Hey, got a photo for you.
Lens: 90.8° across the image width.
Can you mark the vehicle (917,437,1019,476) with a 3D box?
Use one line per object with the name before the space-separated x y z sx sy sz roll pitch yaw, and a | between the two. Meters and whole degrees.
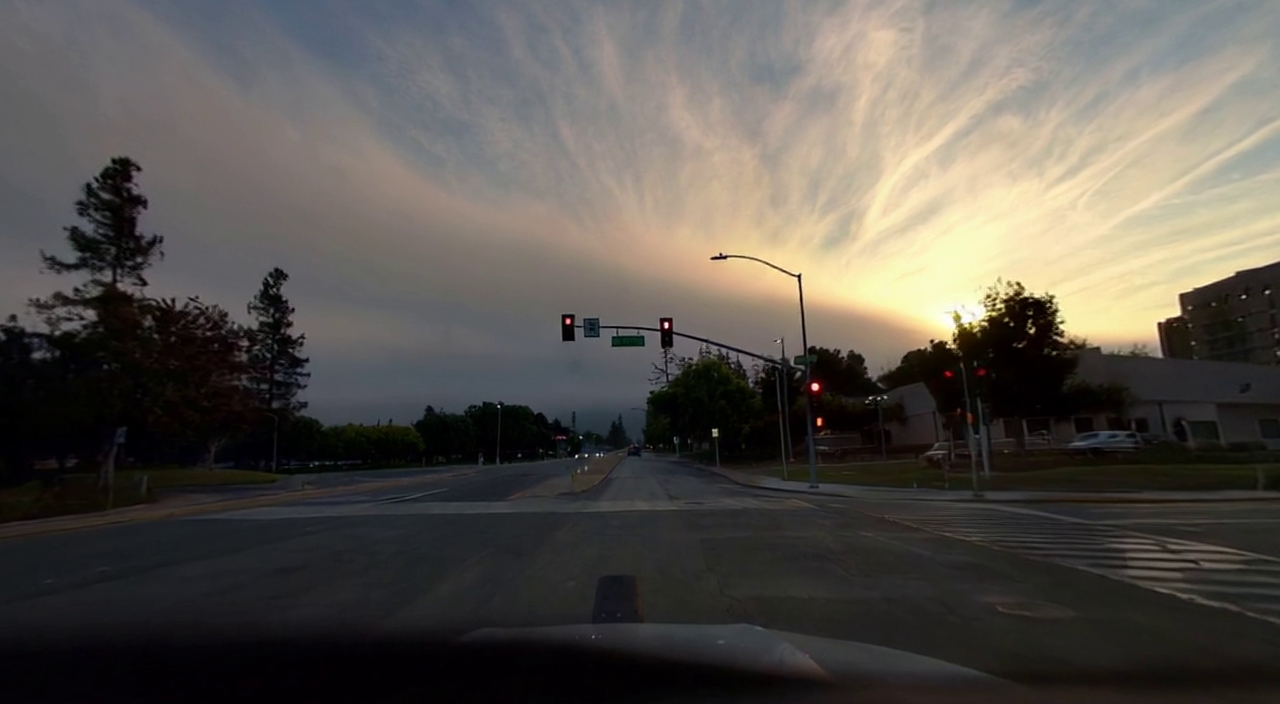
vehicle | 15.057 4.834 29.354 1.959 1.471 4.570 -4 -9 -5
